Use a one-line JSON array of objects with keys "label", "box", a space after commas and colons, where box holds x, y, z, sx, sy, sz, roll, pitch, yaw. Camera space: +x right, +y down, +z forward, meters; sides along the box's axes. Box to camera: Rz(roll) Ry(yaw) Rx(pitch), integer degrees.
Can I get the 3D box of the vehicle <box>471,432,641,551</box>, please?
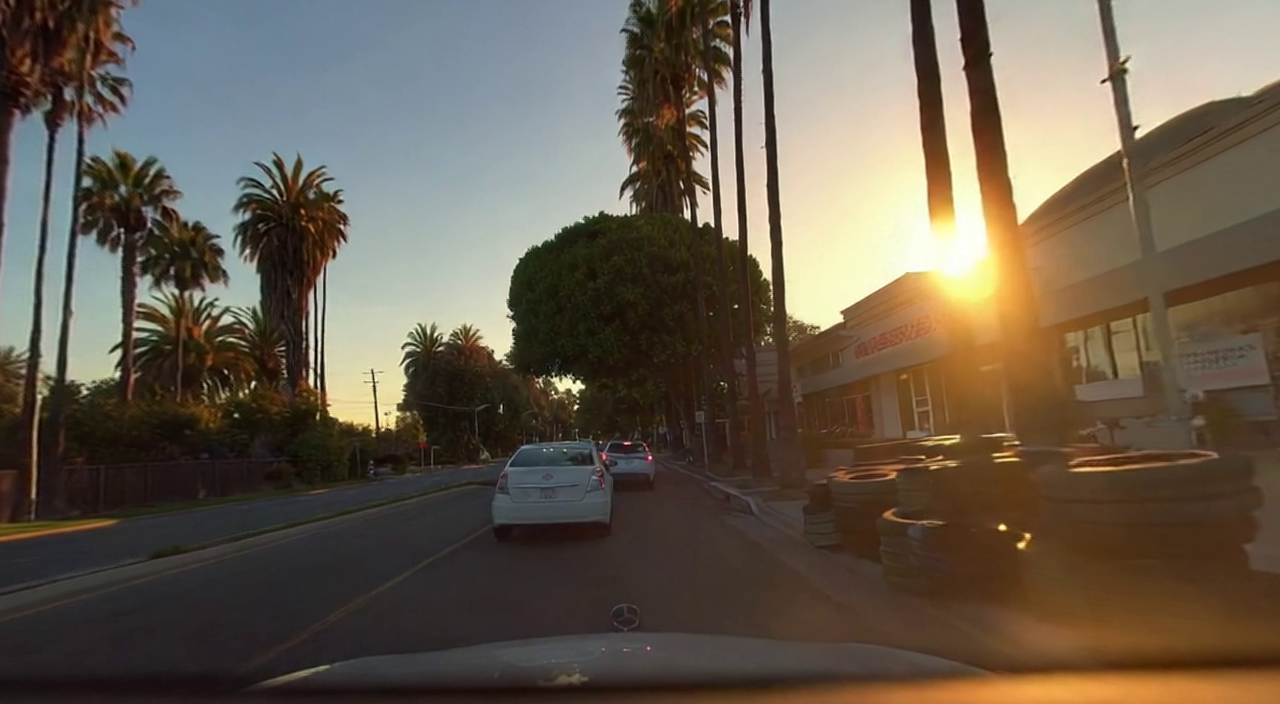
[{"label": "vehicle", "box": [-1.104, 2.094, 10.174, 2.169, 1.495, 4.048, 0, -8, -1]}]
